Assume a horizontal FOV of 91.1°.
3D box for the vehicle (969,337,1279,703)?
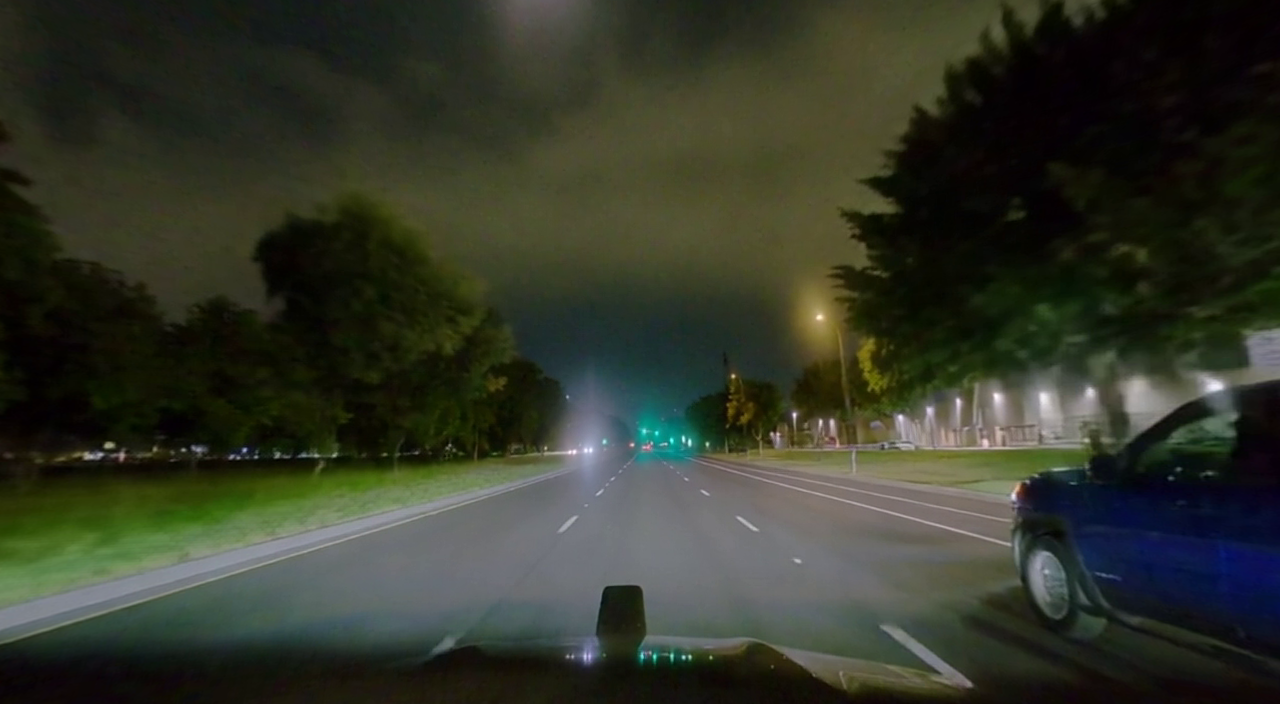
[{"bbox_3d":[3.694,0.809,2.481,2.087,1.759,5.040,0,-8,1],"label":"vehicle"}]
